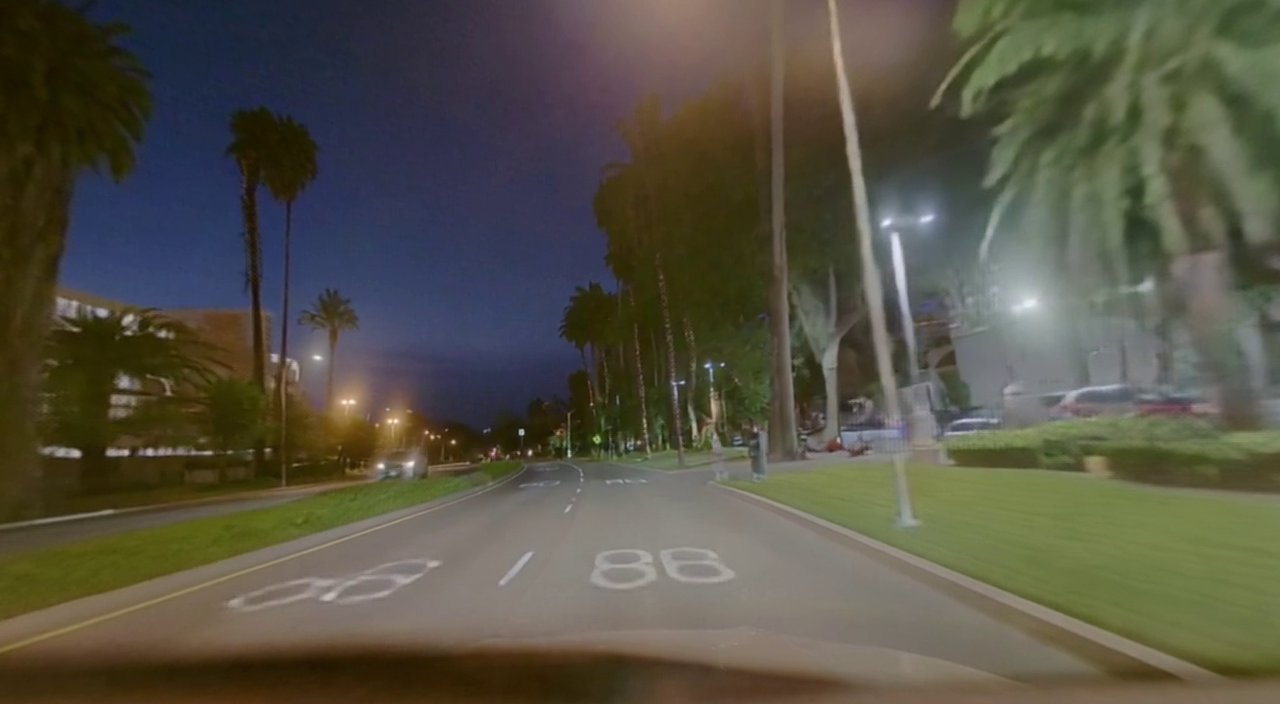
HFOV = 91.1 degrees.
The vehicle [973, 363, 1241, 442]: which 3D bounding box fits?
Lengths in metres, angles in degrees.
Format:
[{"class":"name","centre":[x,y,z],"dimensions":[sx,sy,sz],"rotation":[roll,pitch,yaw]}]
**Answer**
[{"class":"vehicle","centre":[10.758,1.238,14.762],"dimensions":[4.636,1.695,2.025],"rotation":[0,-8,-1]}]

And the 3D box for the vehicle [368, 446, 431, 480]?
[{"class":"vehicle","centre":[-14.974,6.895,39.412],"dimensions":[2.239,1.955,5.017],"rotation":[0,-8,-4]}]
